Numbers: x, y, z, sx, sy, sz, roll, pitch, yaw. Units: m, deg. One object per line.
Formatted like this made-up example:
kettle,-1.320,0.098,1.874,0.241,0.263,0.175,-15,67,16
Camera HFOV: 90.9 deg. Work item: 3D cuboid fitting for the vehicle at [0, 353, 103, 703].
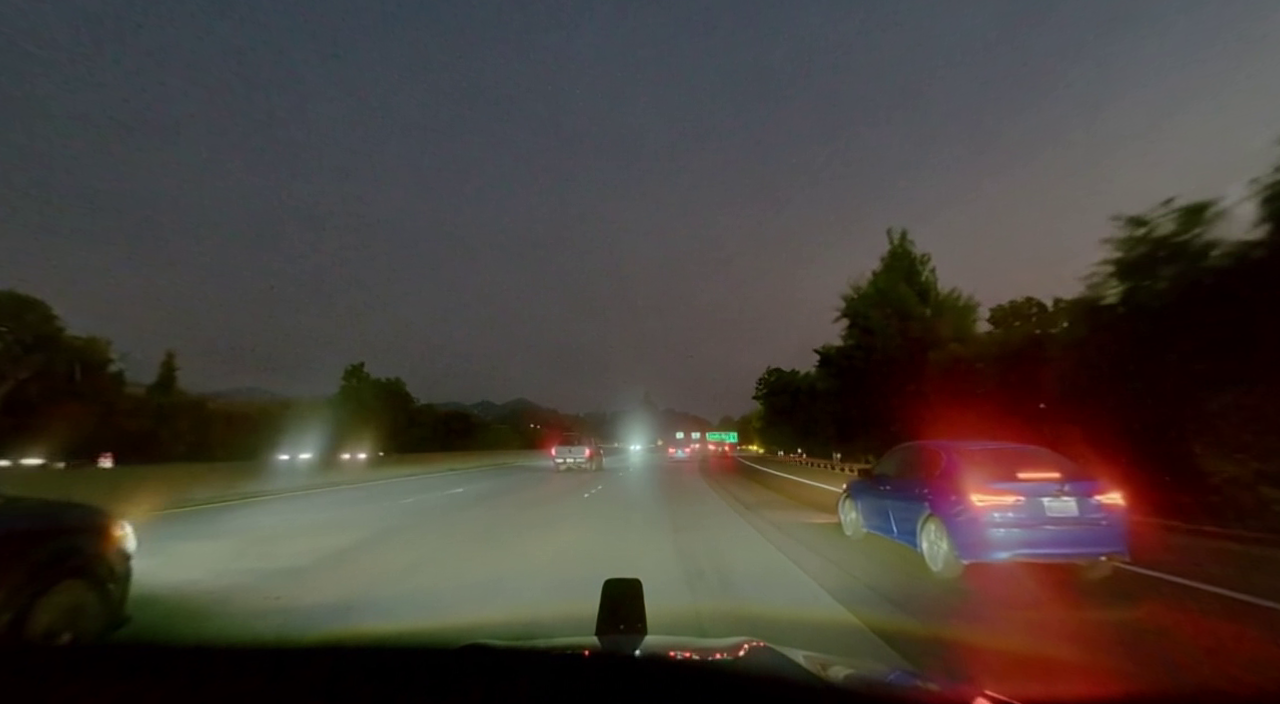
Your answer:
vehicle,-3.959,0.575,0.848,2.192,1.716,4.748,0,-9,1

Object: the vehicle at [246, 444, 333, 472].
vehicle,-19.697,5.952,35.721,1.868,1.469,4.771,-1,-9,5

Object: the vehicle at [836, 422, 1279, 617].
vehicle,4.011,1.639,7.186,2.131,1.497,4.456,0,-9,0

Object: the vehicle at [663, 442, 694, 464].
vehicle,2.789,7.188,45.048,2.158,1.458,3.656,-1,-9,5

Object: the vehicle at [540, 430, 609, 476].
vehicle,-2.711,4.368,27.458,2.185,1.823,4.854,-1,-9,4
